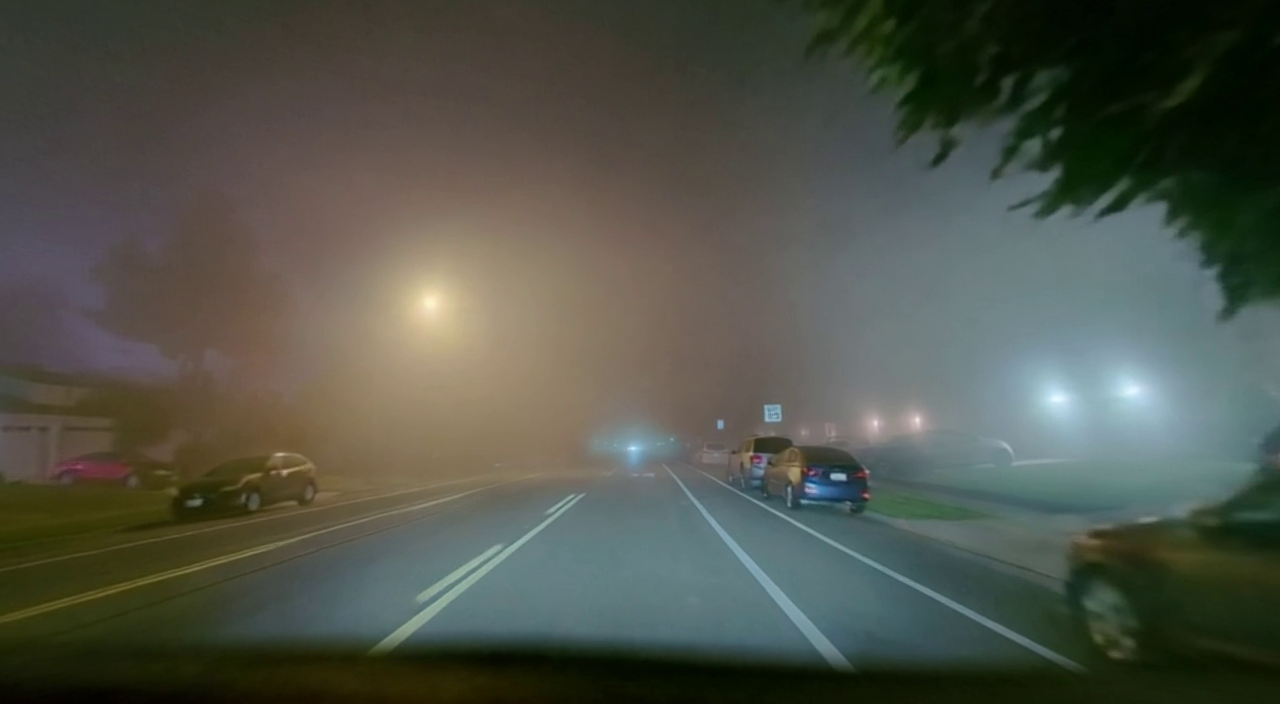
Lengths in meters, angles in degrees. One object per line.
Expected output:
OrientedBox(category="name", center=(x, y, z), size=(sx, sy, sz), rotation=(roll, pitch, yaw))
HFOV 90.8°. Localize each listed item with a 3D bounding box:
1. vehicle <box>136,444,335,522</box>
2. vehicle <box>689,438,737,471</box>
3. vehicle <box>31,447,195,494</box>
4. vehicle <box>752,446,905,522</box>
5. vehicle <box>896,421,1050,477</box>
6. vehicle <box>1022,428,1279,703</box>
OrientedBox(category="vehicle", center=(-10.728, 3.500, 17.404), size=(2.093, 1.767, 5.120), rotation=(-1, -9, 0))
OrientedBox(category="vehicle", center=(4.264, 6.113, 37.797), size=(2.254, 1.812, 4.817), rotation=(0, -8, -1))
OrientedBox(category="vehicle", center=(-19.998, 4.473, 24.123), size=(4.509, 1.698, 1.890), rotation=(0, -8, 1))
OrientedBox(category="vehicle", center=(4.119, 2.946, 14.830), size=(2.087, 1.454, 4.914), rotation=(0, -8, 0))
OrientedBox(category="vehicle", center=(12.001, 3.540, 23.032), size=(4.415, 1.705, 1.914), rotation=(-4, -9, 4))
OrientedBox(category="vehicle", center=(3.848, 1.017, 2.193), size=(2.137, 1.515, 4.534), rotation=(0, -8, -1))
